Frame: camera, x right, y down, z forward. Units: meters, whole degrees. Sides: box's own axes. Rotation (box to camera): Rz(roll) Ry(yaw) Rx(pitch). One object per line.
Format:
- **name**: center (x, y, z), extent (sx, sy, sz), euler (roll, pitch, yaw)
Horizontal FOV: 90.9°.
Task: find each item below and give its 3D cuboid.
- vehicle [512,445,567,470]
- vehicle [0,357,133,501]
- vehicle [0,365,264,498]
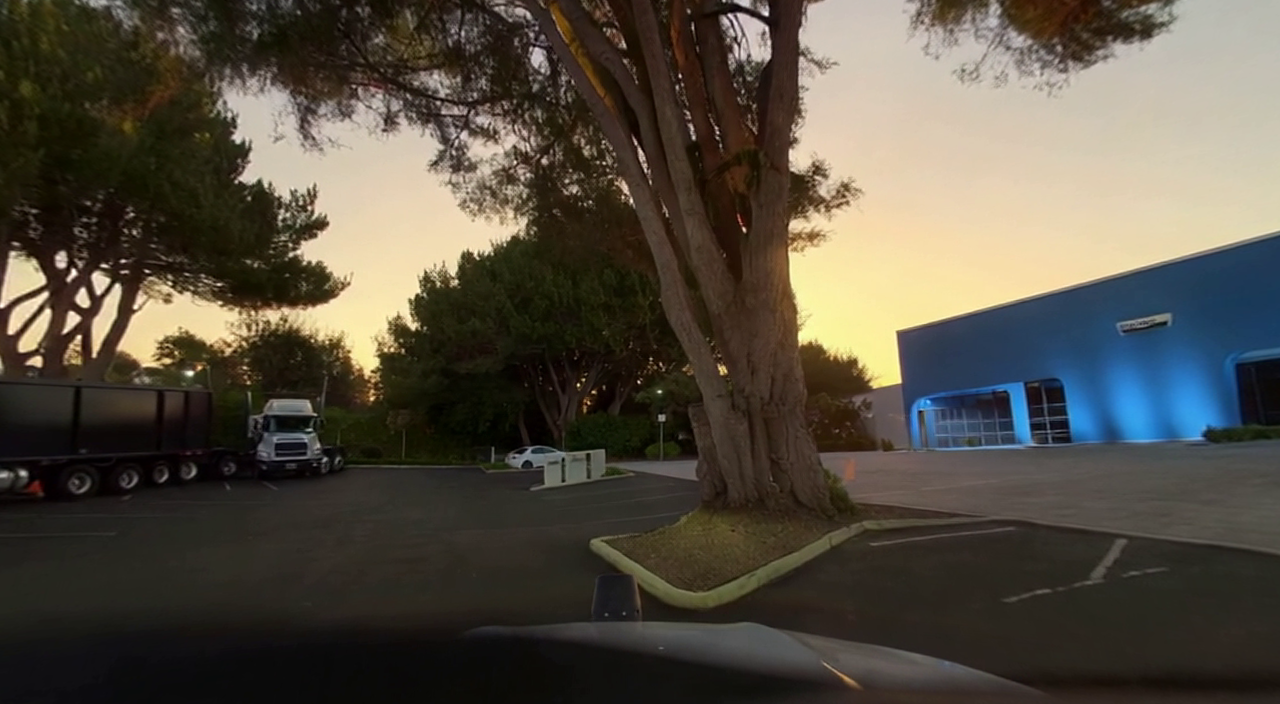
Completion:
- **vehicle**: center (-6.305, 6.684, 39.970), extent (1.809, 1.506, 3.473), euler (-4, -10, 25)
- **vehicle**: center (-21.609, 2.705, 20.990), extent (11.512, 3.871, 3.038), euler (-5, -10, 30)
- **vehicle**: center (-19.194, 3.075, 23.479), extent (11.906, 4.069, 2.948), euler (-5, -10, 28)
